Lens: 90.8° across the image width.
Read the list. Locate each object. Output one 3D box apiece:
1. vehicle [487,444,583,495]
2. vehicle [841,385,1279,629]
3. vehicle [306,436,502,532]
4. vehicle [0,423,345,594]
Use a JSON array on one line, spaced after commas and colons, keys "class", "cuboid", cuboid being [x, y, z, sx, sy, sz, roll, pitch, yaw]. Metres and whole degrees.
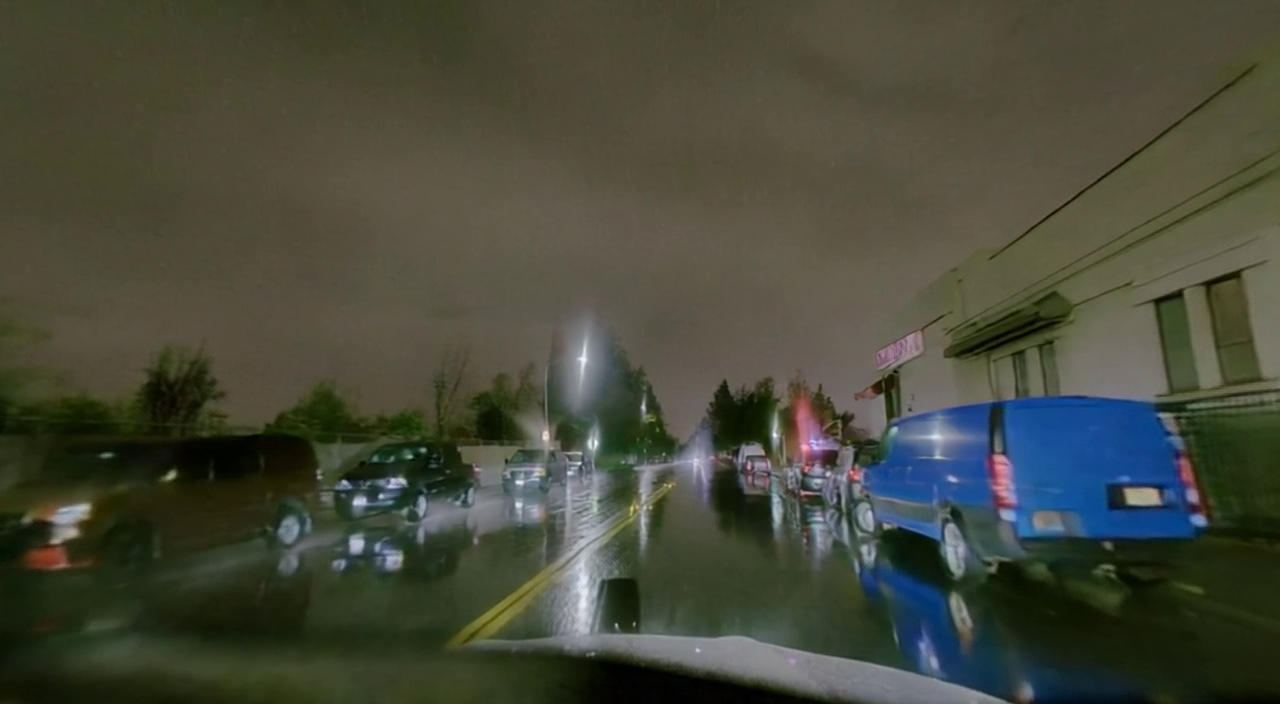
[{"class": "vehicle", "cuboid": [-4.308, 4.930, 27.094, 2.504, 1.919, 5.658, -1, -8, 7]}, {"class": "vehicle", "cuboid": [4.577, 1.714, 8.319, 2.327, 2.021, 5.850, 0, -8, 4]}, {"class": "vehicle", "cuboid": [-5.541, 3.150, 15.984, 2.304, 1.937, 5.720, -1, -8, 5]}, {"class": "vehicle", "cuboid": [-6.398, 2.072, 9.280, 1.857, 1.908, 4.081, -1, -8, 5]}]
